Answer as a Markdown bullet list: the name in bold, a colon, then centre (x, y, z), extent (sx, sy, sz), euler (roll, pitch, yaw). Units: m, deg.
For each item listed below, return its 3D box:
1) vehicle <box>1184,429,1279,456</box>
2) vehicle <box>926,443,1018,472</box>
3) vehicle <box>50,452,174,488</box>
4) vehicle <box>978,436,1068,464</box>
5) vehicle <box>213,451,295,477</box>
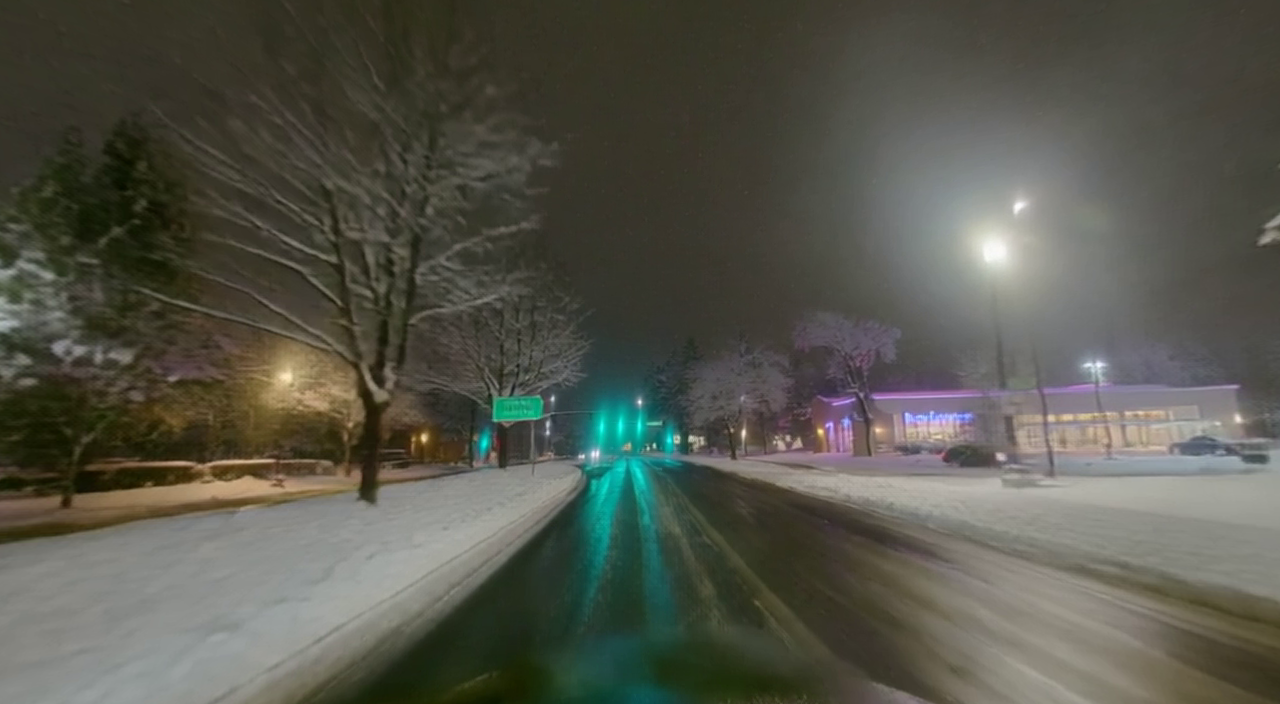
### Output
- **vehicle**: centre (46.442, 7.069, 49.343), extent (2.131, 1.923, 5.397), euler (3, -9, -23)
- **vehicle**: centre (19.442, 6.192, 37.214), extent (1.869, 1.481, 4.459), euler (1, -9, -25)
- **vehicle**: centre (-27.422, 6.109, 33.028), extent (4.529, 1.711, 1.972), euler (4, -10, -27)
- **vehicle**: centre (24.169, 6.192, 40.092), extent (1.833, 1.667, 4.545), euler (3, -9, -24)
- **vehicle**: centre (-27.284, 7.931, 44.842), extent (4.731, 1.677, 1.999), euler (4, -10, -28)
